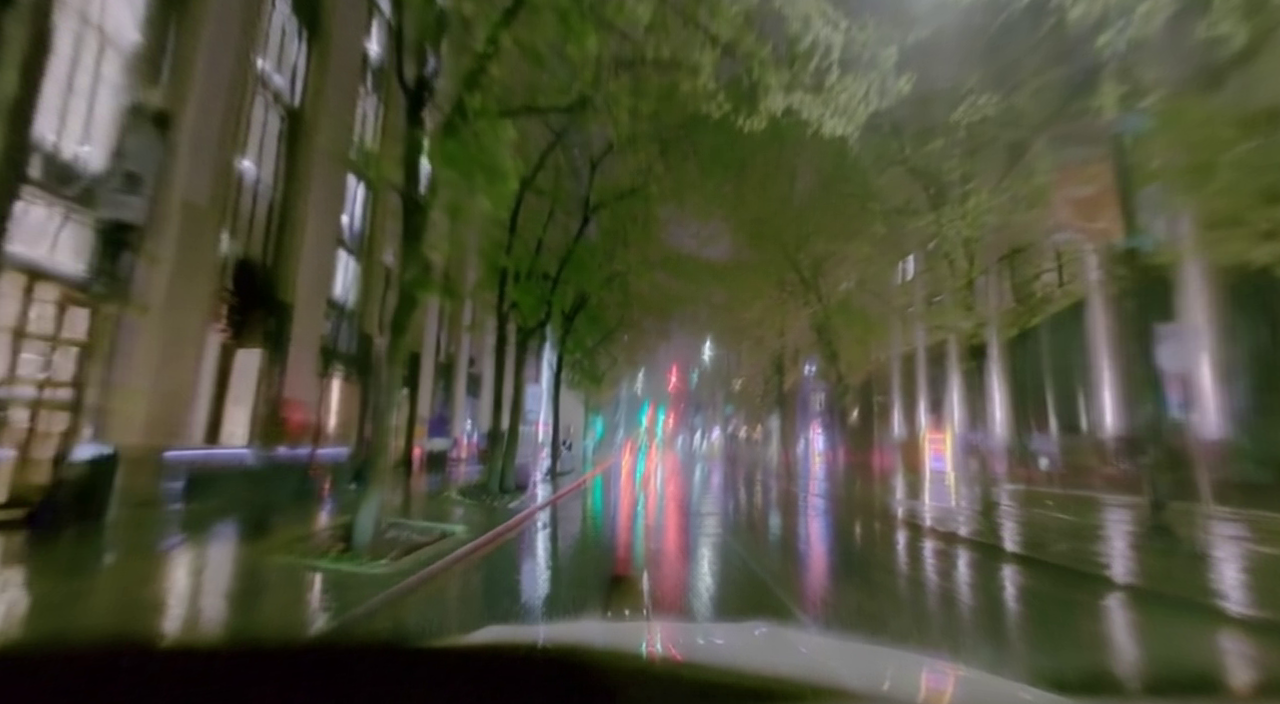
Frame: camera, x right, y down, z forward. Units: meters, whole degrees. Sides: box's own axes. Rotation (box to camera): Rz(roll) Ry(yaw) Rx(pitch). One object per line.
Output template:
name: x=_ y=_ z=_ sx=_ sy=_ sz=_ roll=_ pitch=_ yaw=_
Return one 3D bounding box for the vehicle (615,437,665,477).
vehicle: x=-0.031 y=4.679 z=28.265 sx=2.079 sy=1.621 sz=3.861 roll=0 pitch=-9 yaw=-1
